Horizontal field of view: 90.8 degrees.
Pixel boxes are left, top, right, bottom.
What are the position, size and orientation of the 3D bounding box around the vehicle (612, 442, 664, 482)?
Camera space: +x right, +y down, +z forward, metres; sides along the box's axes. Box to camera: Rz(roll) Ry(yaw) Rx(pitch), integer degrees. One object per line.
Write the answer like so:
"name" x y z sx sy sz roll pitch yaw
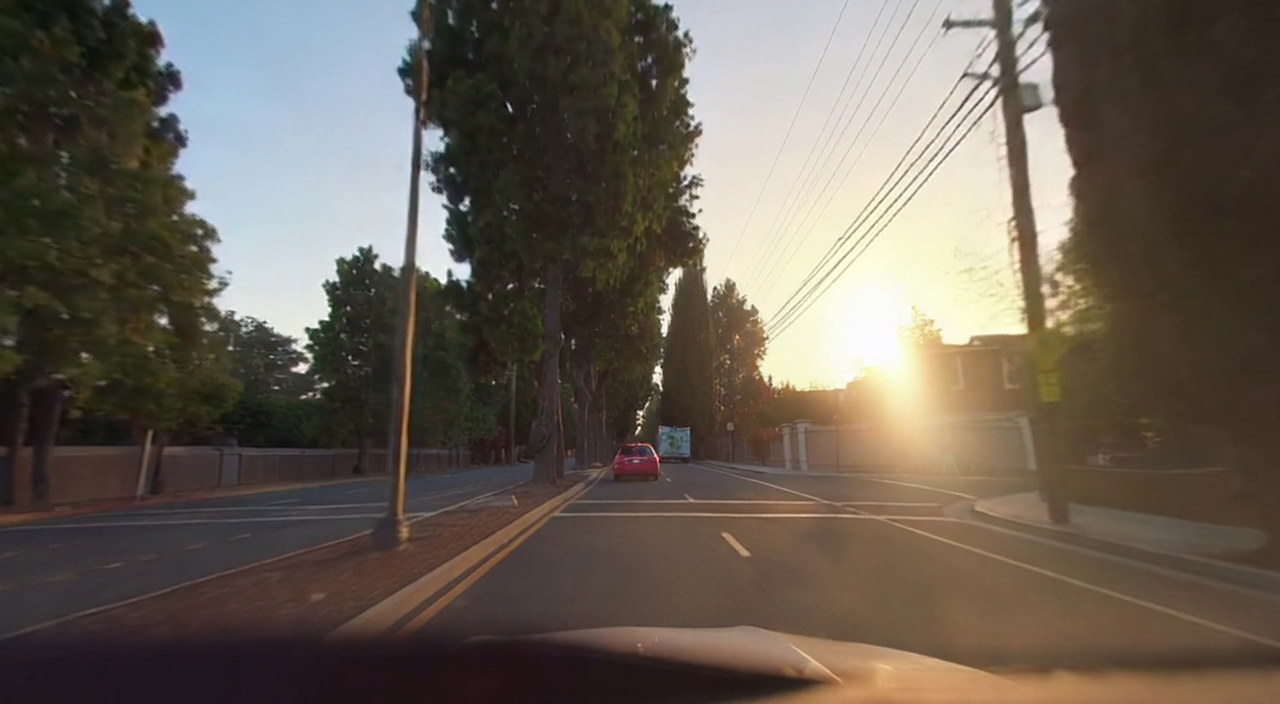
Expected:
"vehicle" -0.116 4.561 26.459 2.018 1.511 3.993 0 -8 -1
